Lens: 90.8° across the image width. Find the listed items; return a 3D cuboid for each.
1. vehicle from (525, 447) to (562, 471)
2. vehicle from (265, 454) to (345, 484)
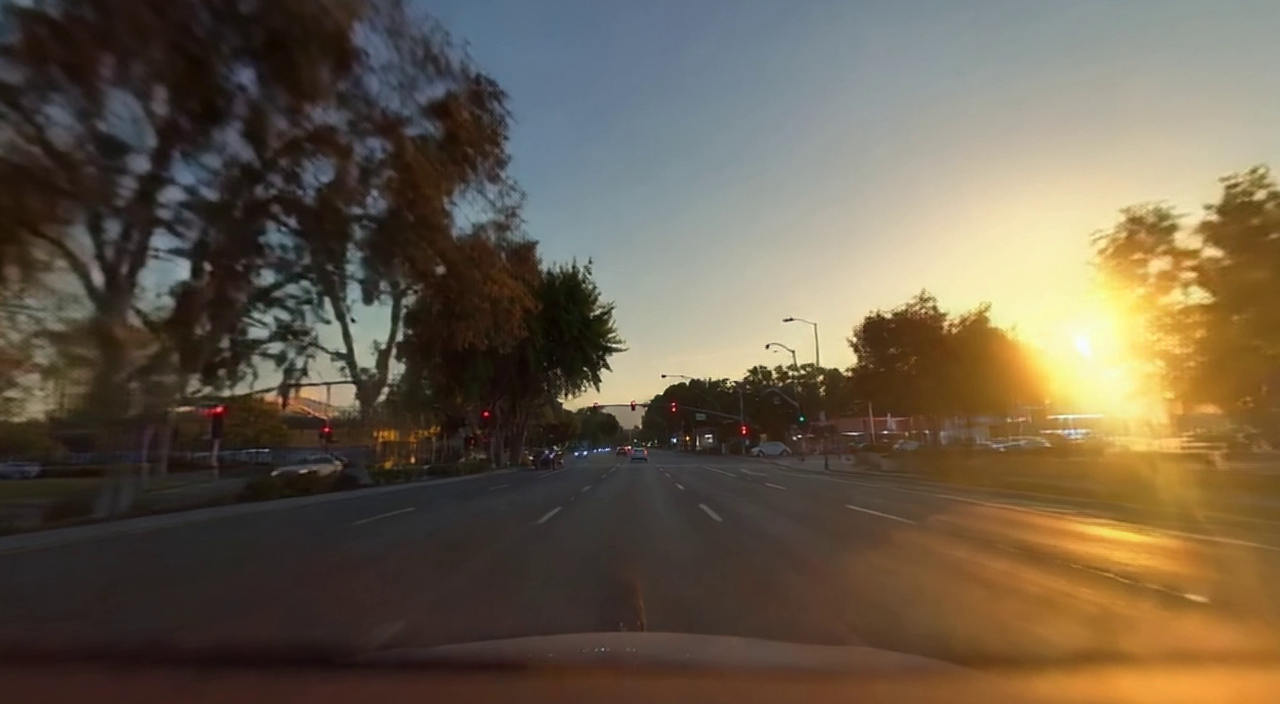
[{"bbox_3d":[-6.613,7.348,43.743,1.898,1.539,4.314,0,-8,0],"label":"vehicle"},{"bbox_3d":[-18.830,6.547,35.767,1.948,1.507,4.742,0,-8,0],"label":"vehicle"}]
